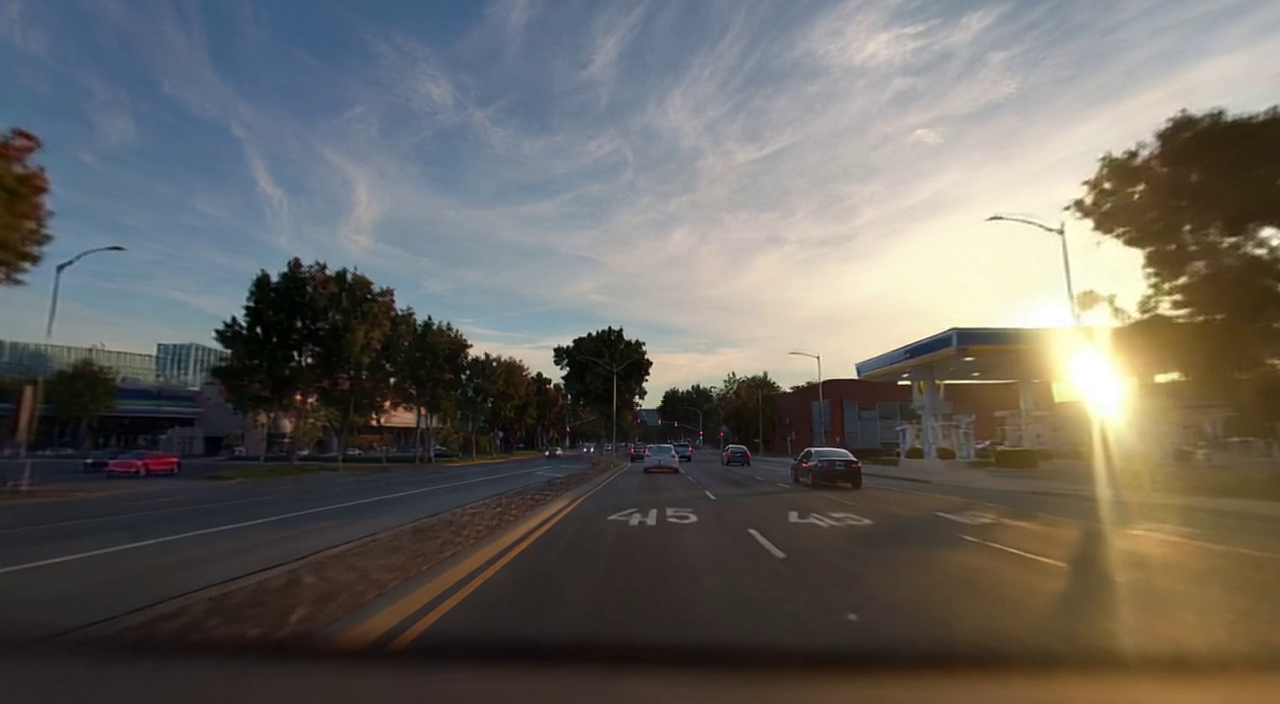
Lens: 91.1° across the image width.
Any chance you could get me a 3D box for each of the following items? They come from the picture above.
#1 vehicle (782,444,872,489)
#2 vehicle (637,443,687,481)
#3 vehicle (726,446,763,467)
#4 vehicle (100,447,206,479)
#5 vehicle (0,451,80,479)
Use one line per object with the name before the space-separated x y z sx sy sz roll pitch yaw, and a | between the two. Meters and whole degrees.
vehicle | 6.727 4.131 23.114 1.918 1.484 4.456 0 -8 0
vehicle | 0.865 4.675 27.135 1.971 1.479 4.493 0 -8 0
vehicle | 7.744 7.741 46.881 1.930 1.479 4.477 0 -8 0
vehicle | -29.130 6.626 37.831 2.011 1.762 5.267 0 -8 3
vehicle | -36.951 6.754 37.807 1.925 1.568 4.769 0 -8 1
